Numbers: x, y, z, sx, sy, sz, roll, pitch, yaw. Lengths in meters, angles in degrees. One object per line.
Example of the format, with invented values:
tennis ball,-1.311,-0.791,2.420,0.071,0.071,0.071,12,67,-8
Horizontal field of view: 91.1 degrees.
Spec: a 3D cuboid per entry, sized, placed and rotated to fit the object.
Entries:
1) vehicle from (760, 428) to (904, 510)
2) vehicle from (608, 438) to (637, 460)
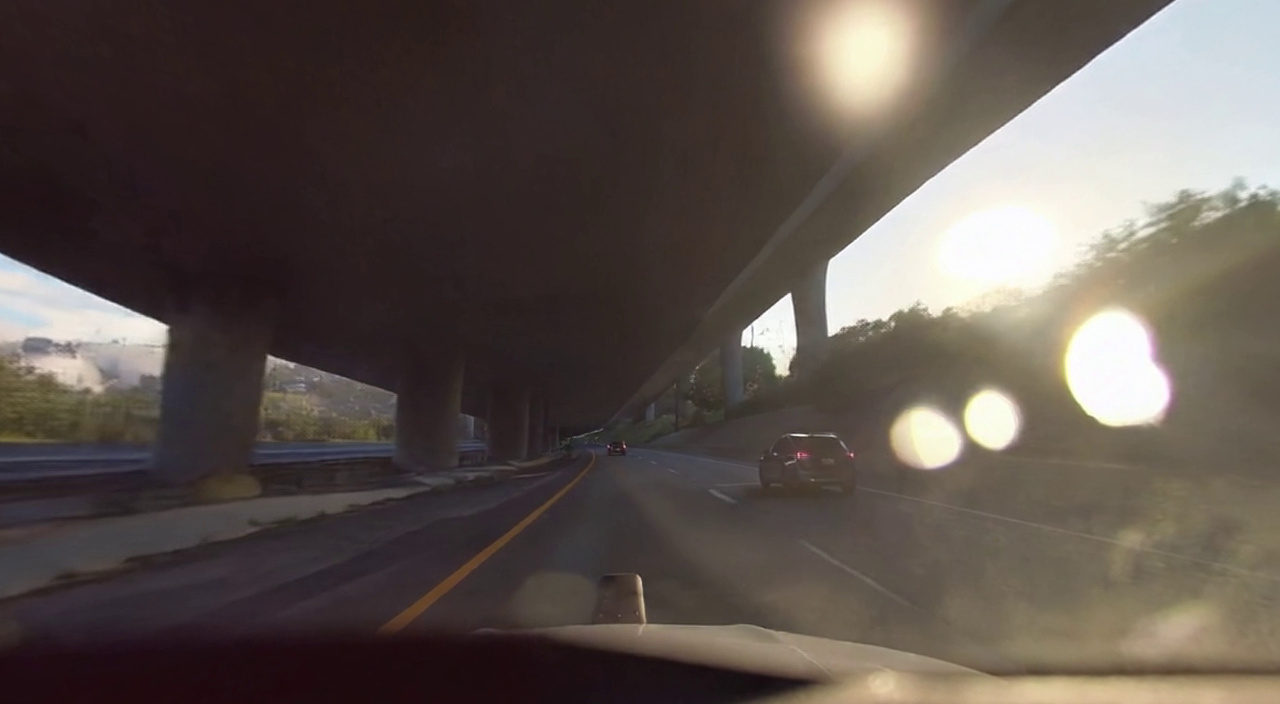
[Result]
vehicle,3.945,2.447,13.600,1.852,1.513,3.652,0,-8,-2
vehicle,-1.286,6.960,45.262,1.998,1.512,3.735,0,-8,-3
